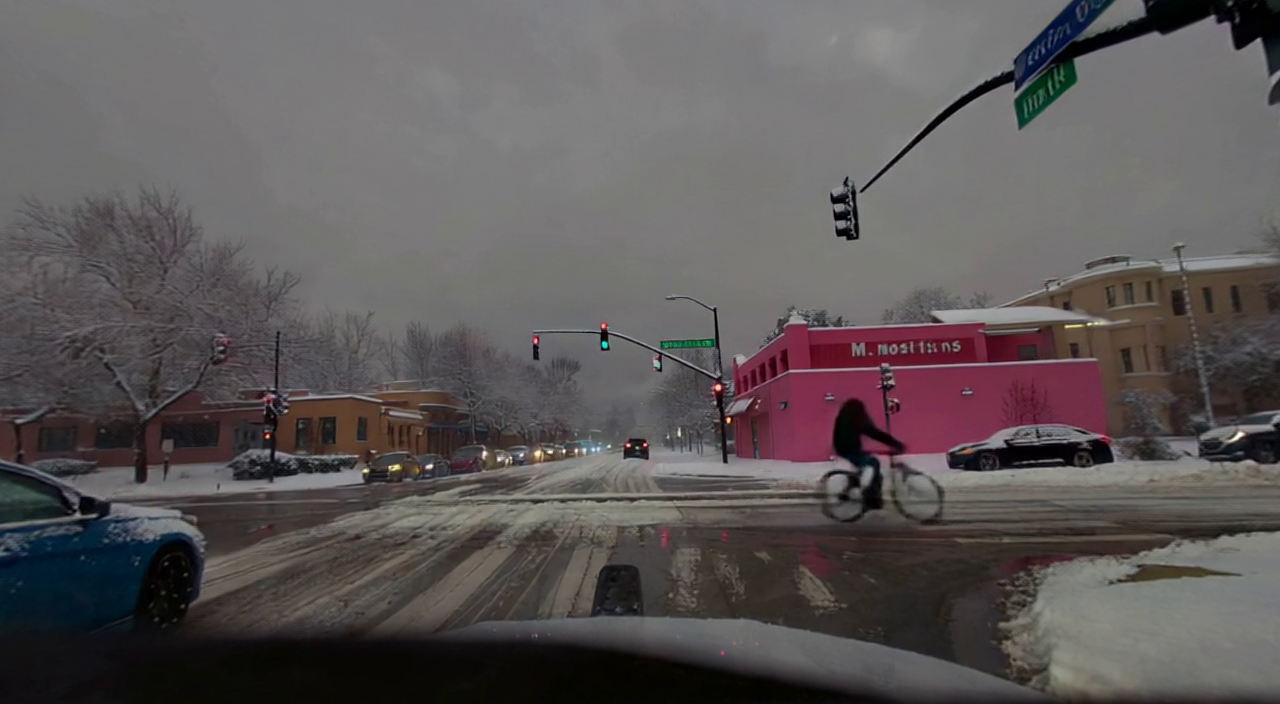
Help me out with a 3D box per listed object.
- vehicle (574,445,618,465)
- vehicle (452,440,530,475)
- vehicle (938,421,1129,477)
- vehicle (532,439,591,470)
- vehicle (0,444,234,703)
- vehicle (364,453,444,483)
[{"bbox_3d":[-3.023,7.181,44.098,1.743,1.362,4.350,-2,-9,14],"label":"vehicle"},{"bbox_3d":[-8.388,5.980,36.070,2.152,1.825,5.406,-2,-9,12],"label":"vehicle"},{"bbox_3d":[11.575,2.894,18.802,4.355,1.546,1.820,-1,-9,6],"label":"vehicle"},{"bbox_3d":[-4.491,5.986,36.872,1.928,1.647,4.575,-2,-9,13],"label":"vehicle"},{"bbox_3d":[-3.697,0.980,2.158,1.759,1.325,4.295,0,-9,0],"label":"vehicle"},{"bbox_3d":[-12.571,6.176,33.899,1.976,1.425,4.567,-1,-9,9],"label":"vehicle"}]
